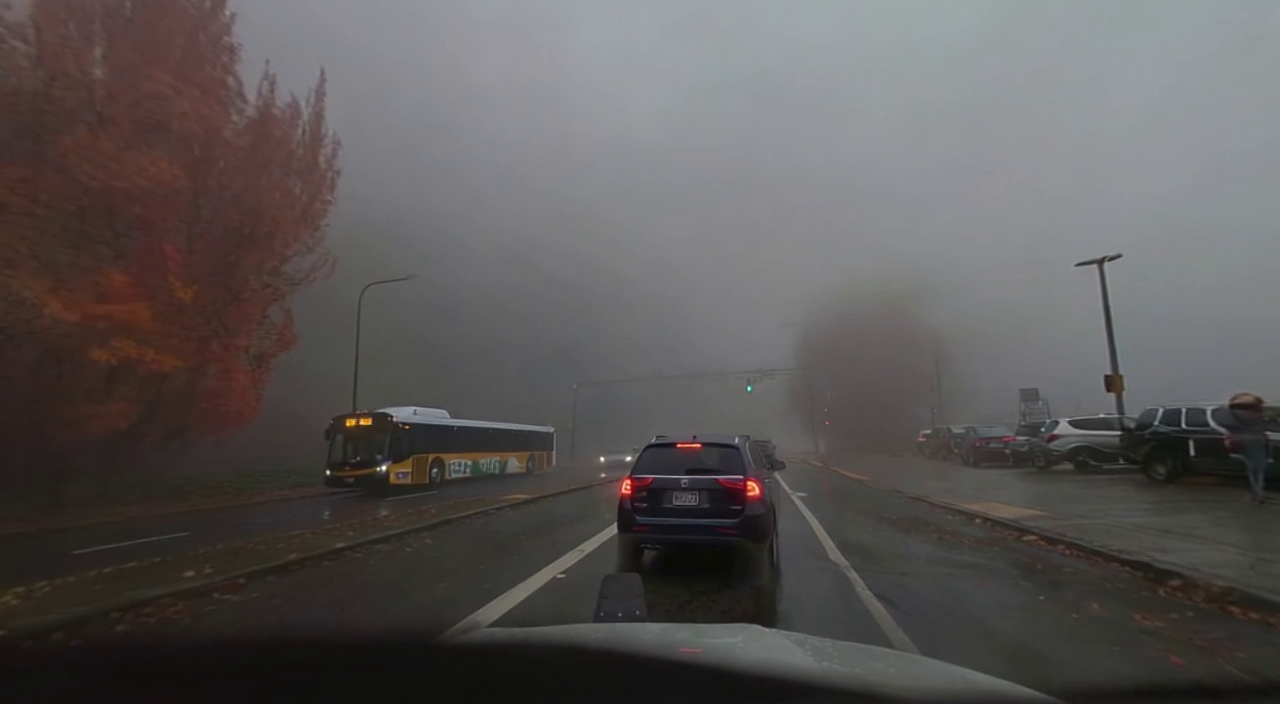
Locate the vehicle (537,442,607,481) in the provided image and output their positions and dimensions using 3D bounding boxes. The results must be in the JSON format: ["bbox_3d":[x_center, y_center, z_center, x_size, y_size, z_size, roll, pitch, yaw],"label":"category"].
[{"bbox_3d":[-3.212,5.298,30.645,2.263,1.707,4.640,-1,-9,8],"label":"vehicle"}]

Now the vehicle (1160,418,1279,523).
[{"bbox_3d":[11.418,1.664,9.480,4.894,1.451,2.089,-5,-10,11],"label":"vehicle"}]

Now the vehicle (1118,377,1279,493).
[{"bbox_3d":[12.571,1.586,11.903,4.856,2.020,2.311,-2,-9,12],"label":"vehicle"}]

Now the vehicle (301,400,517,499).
[{"bbox_3d":[-8.820,4.119,26.558,3.189,3.205,11.526,-2,-9,9],"label":"vehicle"}]

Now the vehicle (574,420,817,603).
[{"bbox_3d":[0.828,1.676,7.485,2.092,1.507,4.078,-2,-9,11],"label":"vehicle"}]
